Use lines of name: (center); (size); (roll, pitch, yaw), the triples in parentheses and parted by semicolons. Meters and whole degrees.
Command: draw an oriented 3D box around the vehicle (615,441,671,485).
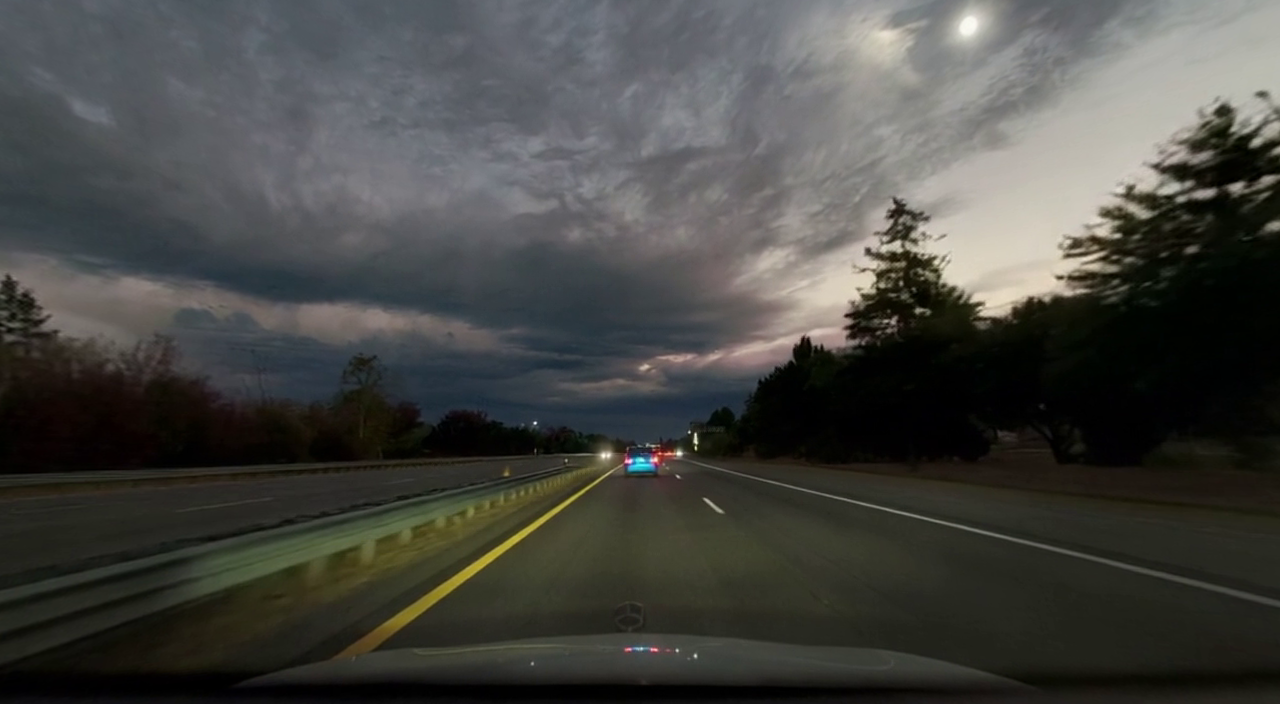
vehicle: (0.147, 4.680, 26.825); (2.190, 1.706, 4.062); (0, -9, 1)
